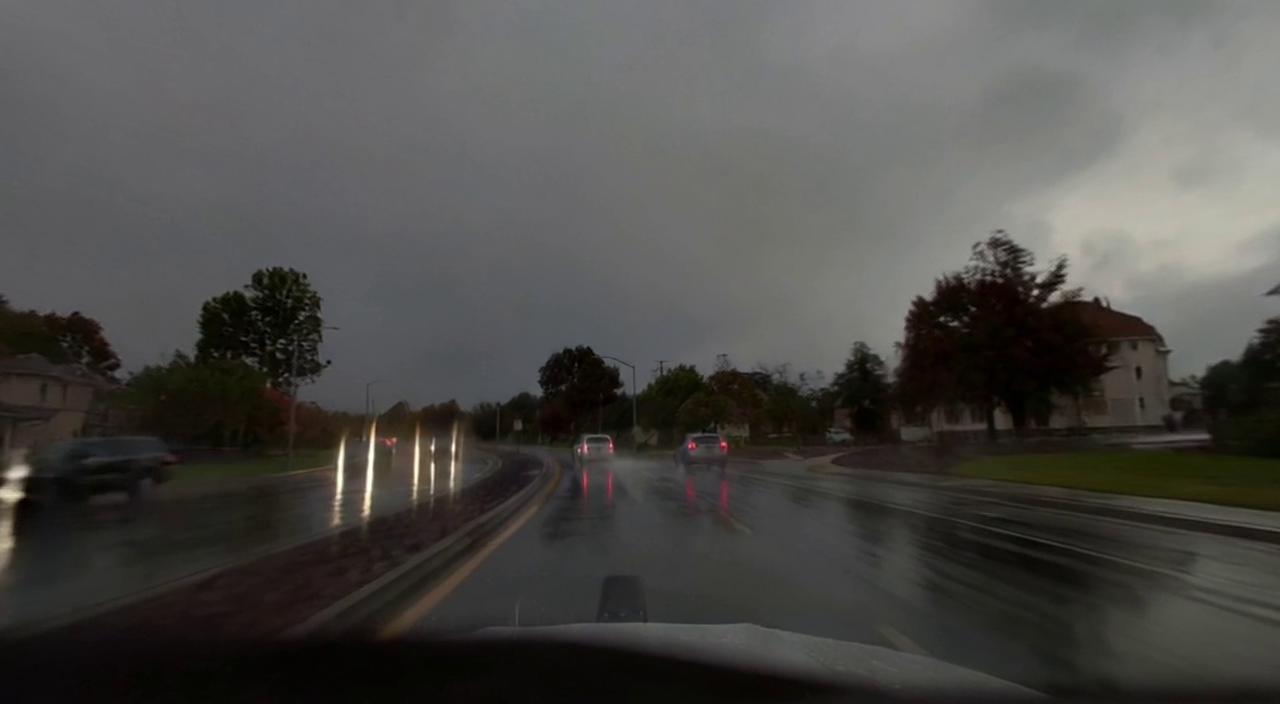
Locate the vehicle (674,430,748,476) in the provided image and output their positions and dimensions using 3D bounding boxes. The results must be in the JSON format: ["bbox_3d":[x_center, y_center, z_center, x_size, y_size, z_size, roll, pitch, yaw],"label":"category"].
[{"bbox_3d":[2.474,3.663,23.176,1.915,1.495,4.880,1,-8,-3],"label":"vehicle"}]

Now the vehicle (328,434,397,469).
[{"bbox_3d":[-15.522,5.570,35.465,2.288,1.842,4.837,1,-8,-9],"label":"vehicle"}]

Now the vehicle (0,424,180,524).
[{"bbox_3d":[-13.143,2.589,13.902,2.162,1.848,5.214,0,-8,-3],"label":"vehicle"}]

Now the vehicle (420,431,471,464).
[{"bbox_3d":[-11.579,5.685,37.662,2.211,1.801,4.894,1,-8,-10],"label":"vehicle"}]

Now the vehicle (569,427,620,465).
[{"bbox_3d":[-2.429,4.802,32.256,2.165,1.783,4.391,1,-8,-10],"label":"vehicle"}]
